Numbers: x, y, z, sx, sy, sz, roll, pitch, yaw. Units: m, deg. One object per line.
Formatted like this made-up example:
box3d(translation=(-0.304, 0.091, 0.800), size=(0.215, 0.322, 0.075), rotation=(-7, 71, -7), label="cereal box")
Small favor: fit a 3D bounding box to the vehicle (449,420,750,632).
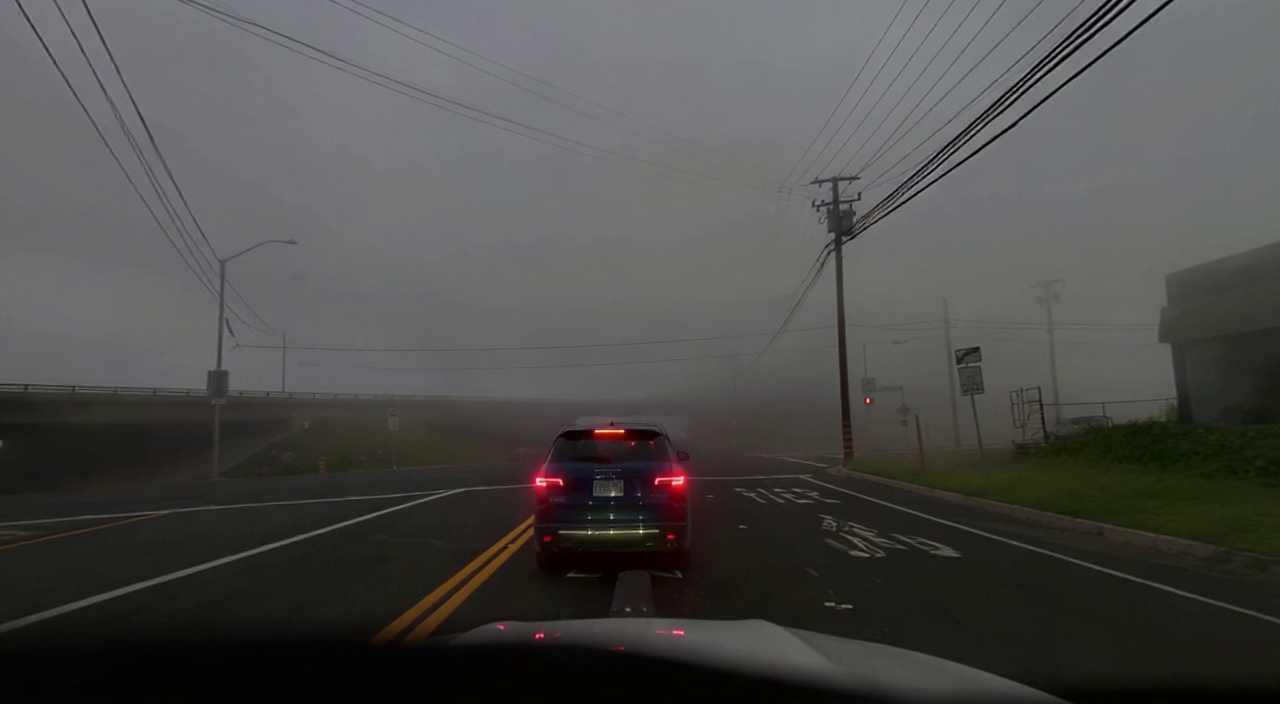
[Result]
box3d(translation=(-0.246, 1.521, 6.469), size=(2.090, 1.458, 4.033), rotation=(-1, -9, 1), label="vehicle")
